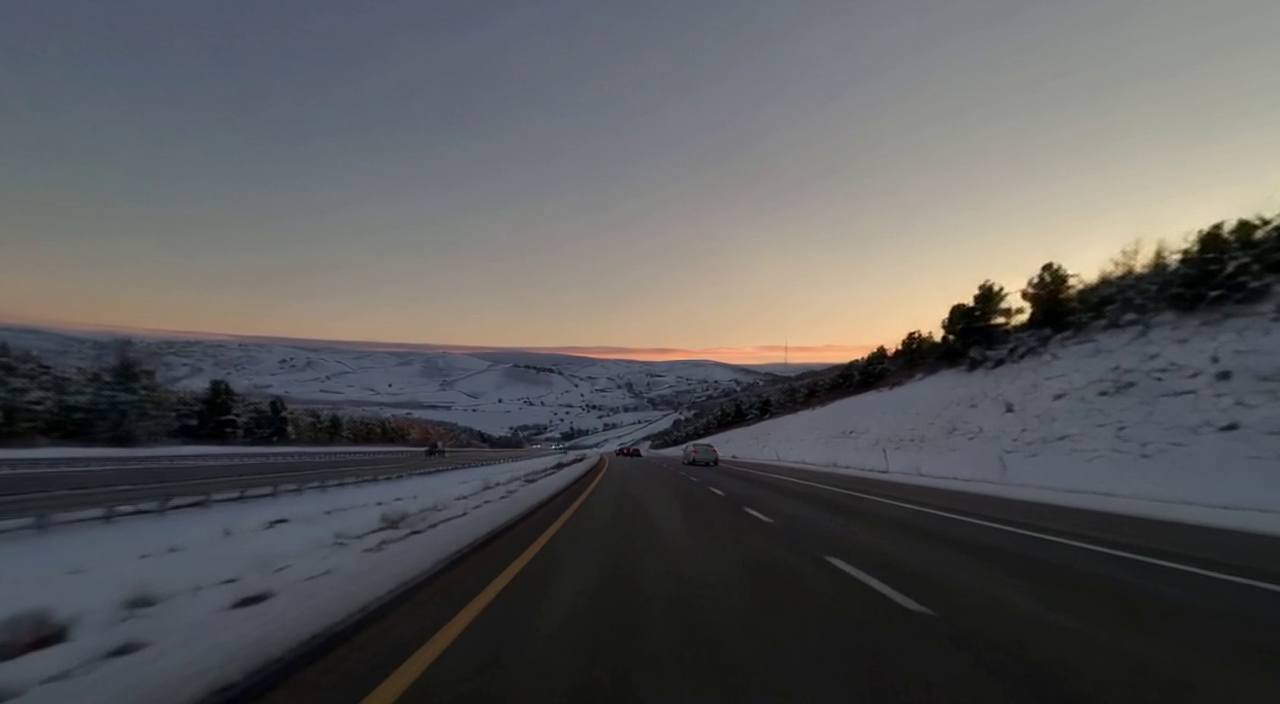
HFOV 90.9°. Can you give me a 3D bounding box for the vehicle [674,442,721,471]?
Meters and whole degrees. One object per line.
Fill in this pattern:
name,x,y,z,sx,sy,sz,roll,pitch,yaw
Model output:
vehicle,3.167,5.890,35.694,1.960,1.516,4.657,0,-8,-3
